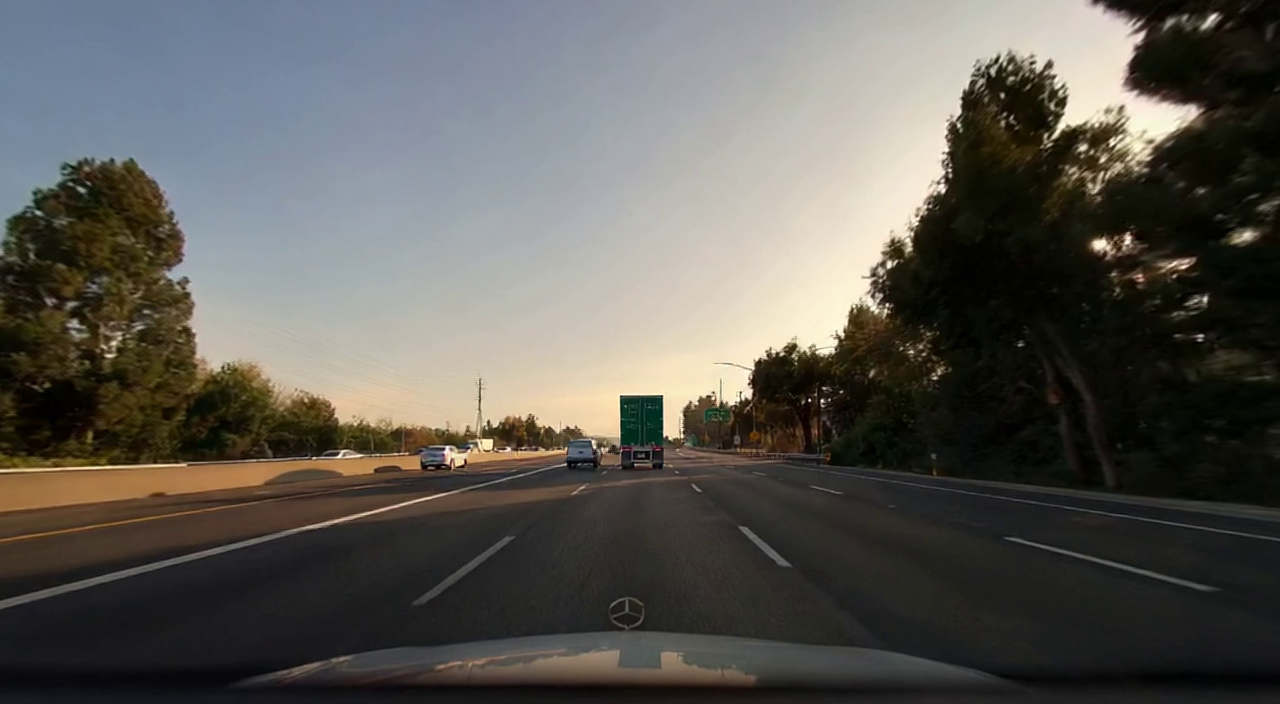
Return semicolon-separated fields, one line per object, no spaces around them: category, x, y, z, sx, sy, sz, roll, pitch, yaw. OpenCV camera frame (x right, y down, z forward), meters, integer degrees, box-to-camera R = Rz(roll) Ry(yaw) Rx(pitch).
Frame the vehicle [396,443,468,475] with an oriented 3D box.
vehicle;-10.610;5.461;32.538;2.012;1.509;4.789;0;-8;1

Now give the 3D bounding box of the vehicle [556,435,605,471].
vehicle;-3.397;5.899;37.099;2.293;1.923;5.141;0;-8;0

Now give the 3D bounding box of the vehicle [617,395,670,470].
vehicle;0.233;5.350;41.105;2.879;4.085;13.125;0;-8;0
